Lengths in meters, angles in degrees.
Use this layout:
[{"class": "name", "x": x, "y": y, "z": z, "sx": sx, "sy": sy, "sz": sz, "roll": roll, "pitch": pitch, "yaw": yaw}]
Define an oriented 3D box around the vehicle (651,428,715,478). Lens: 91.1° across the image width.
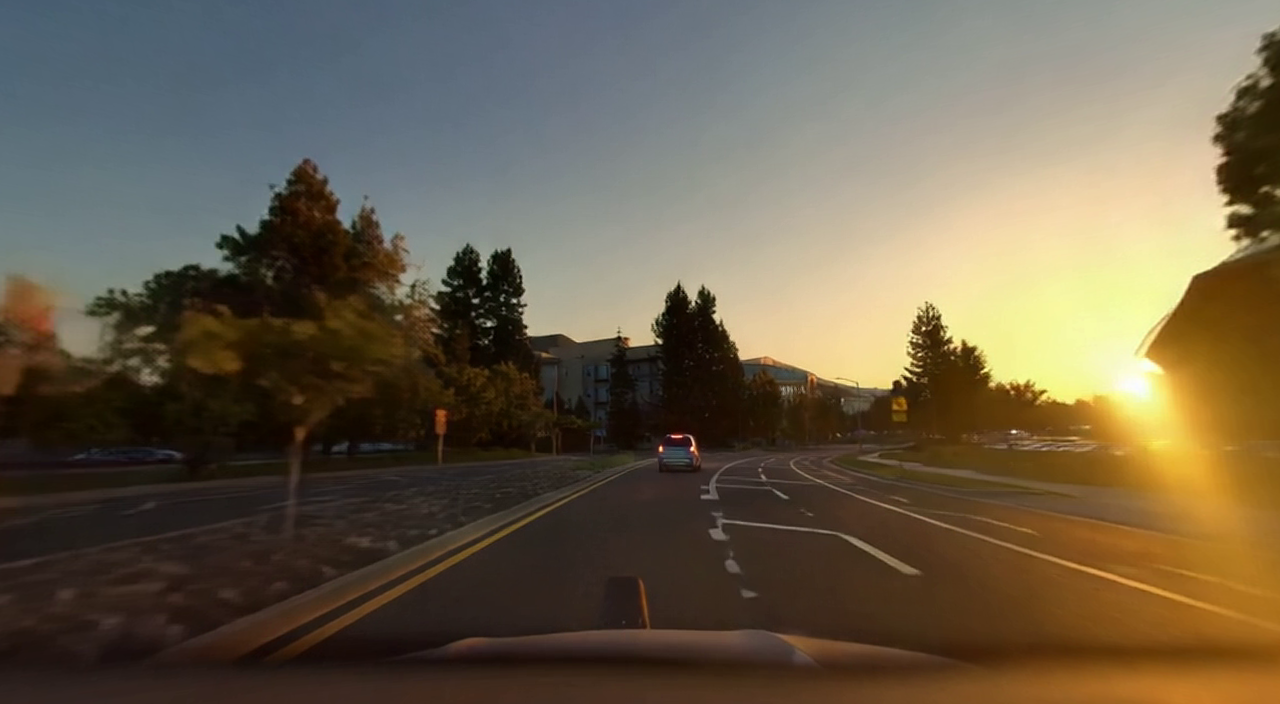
[{"class": "vehicle", "x": 2.016, "y": 4.414, "z": 27.650, "sx": 2.371, "sy": 1.926, "sz": 5.615, "roll": -1, "pitch": -9, "yaw": 8}]
